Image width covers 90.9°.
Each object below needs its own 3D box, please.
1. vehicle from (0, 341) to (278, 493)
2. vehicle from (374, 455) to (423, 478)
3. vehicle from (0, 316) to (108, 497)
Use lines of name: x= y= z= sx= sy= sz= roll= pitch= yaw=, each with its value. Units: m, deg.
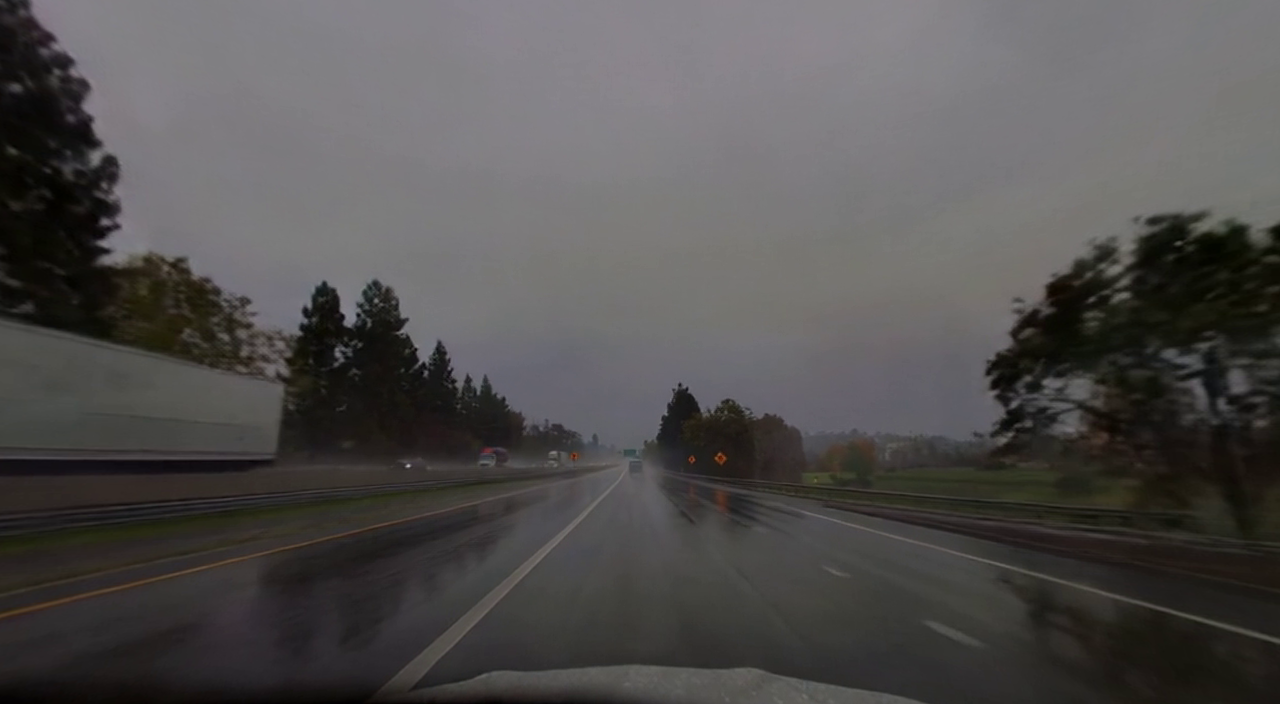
vehicle: x=-16.005 y=2.435 z=20.846 sx=2.919 sy=4.001 sz=8.297 roll=1 pitch=-10 yaw=0
vehicle: x=-16.492 y=7.874 z=43.243 sx=1.780 sy=1.458 sz=3.948 roll=1 pitch=-10 yaw=0
vehicle: x=-15.807 y=0.730 z=11.543 sx=2.974 sy=3.982 sz=10.261 roll=1 pitch=-10 yaw=0
